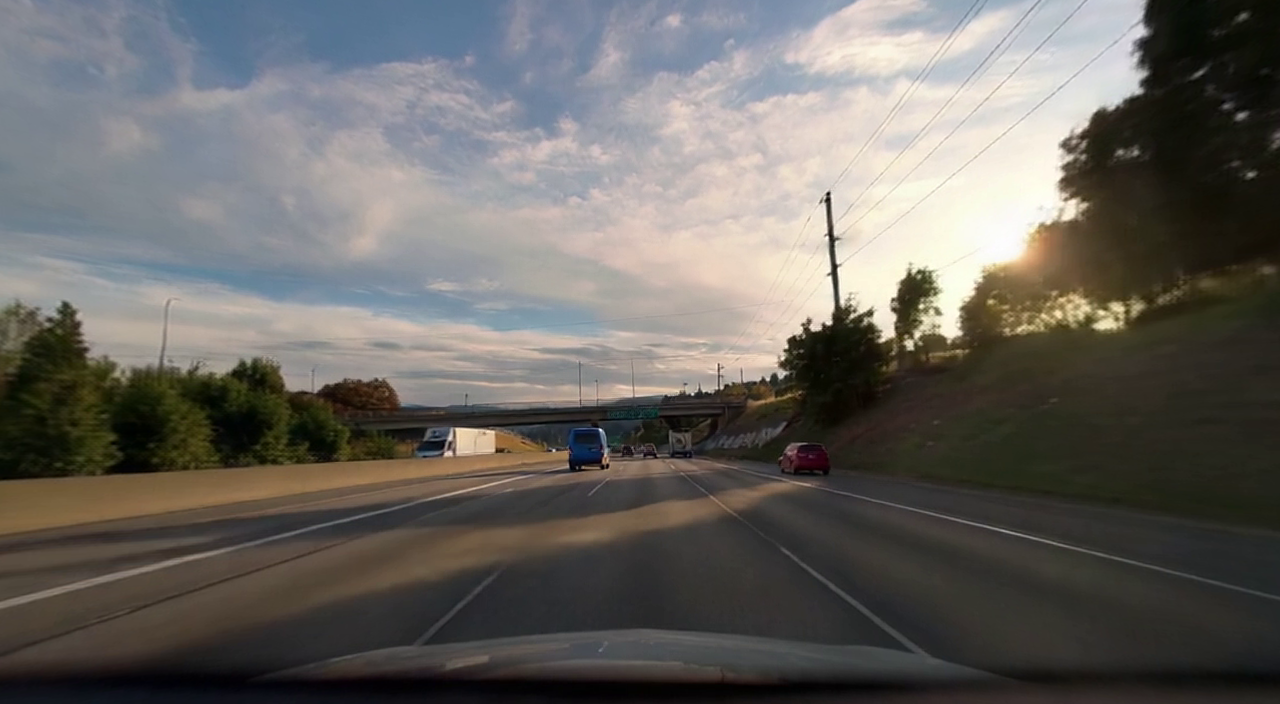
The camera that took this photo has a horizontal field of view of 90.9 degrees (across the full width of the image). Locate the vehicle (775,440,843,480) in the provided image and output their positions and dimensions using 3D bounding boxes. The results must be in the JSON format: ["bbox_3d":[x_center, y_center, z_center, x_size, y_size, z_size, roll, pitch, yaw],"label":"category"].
[{"bbox_3d":[7.584,4.900,28.711,1.936,1.664,4.198,0,-9,1],"label":"vehicle"}]

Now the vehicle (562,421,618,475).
[{"bbox_3d":[-2.566,5.219,34.094,2.451,2.627,5.868,0,-9,1],"label":"vehicle"}]
